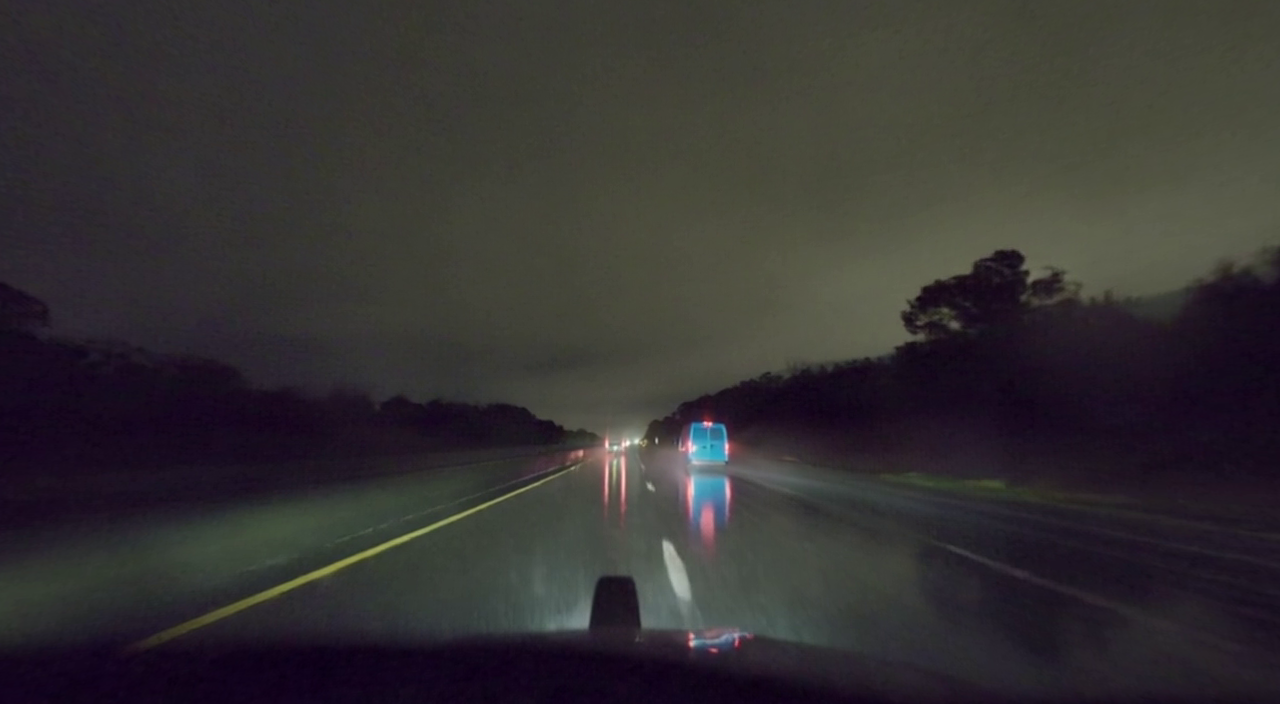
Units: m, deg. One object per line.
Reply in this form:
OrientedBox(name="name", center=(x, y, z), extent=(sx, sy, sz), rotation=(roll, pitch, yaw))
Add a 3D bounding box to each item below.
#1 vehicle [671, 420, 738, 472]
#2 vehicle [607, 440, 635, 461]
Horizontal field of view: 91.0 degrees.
OrientedBox(name="vehicle", center=(2.693, 4.108, 27.684), extent=(2.269, 2.048, 4.679), rotation=(0, -8, -2))
OrientedBox(name="vehicle", center=(-1.368, 7.190, 46.256), extent=(2.005, 1.466, 3.739), rotation=(0, -8, -1))
